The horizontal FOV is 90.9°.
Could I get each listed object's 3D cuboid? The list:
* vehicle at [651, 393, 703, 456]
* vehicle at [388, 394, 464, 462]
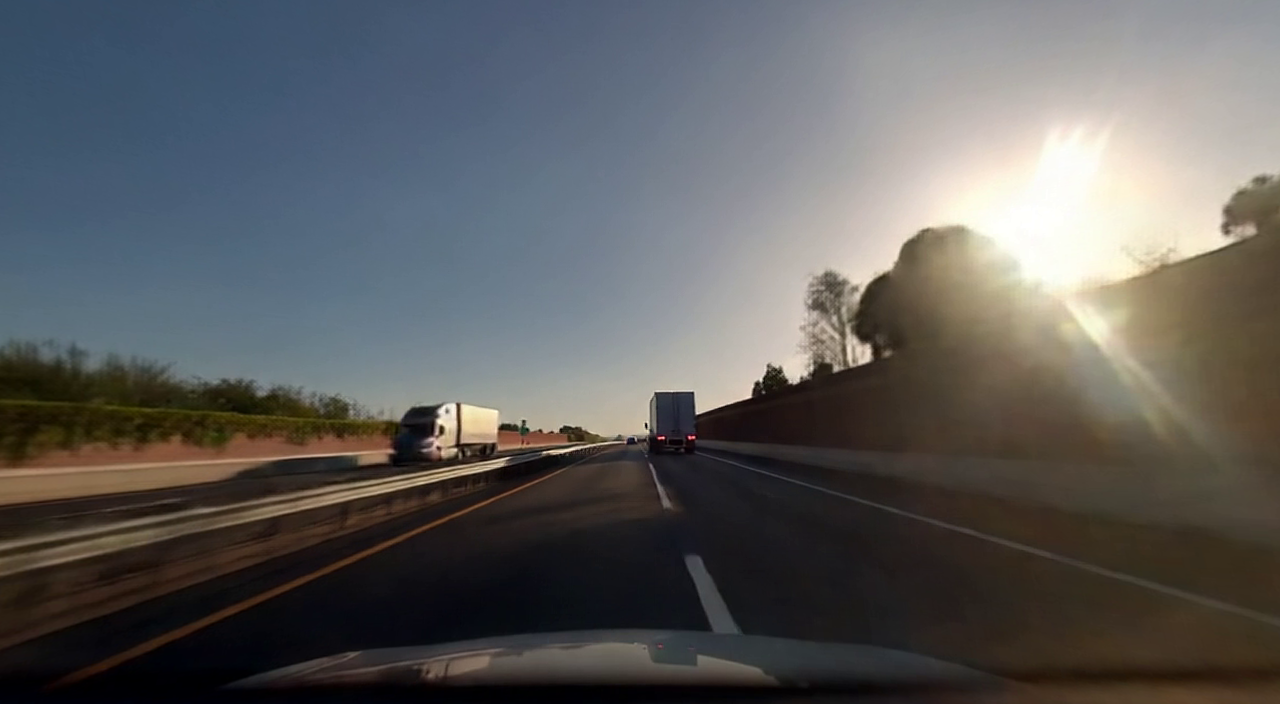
[{"bbox_3d":[2.504,5.577,47.561,2.924,4.024,13.639,0,-8,-1],"label":"vehicle"},{"bbox_3d":[-14.655,5.306,43.734,2.993,4.321,6.272,0,-8,0],"label":"vehicle"}]
